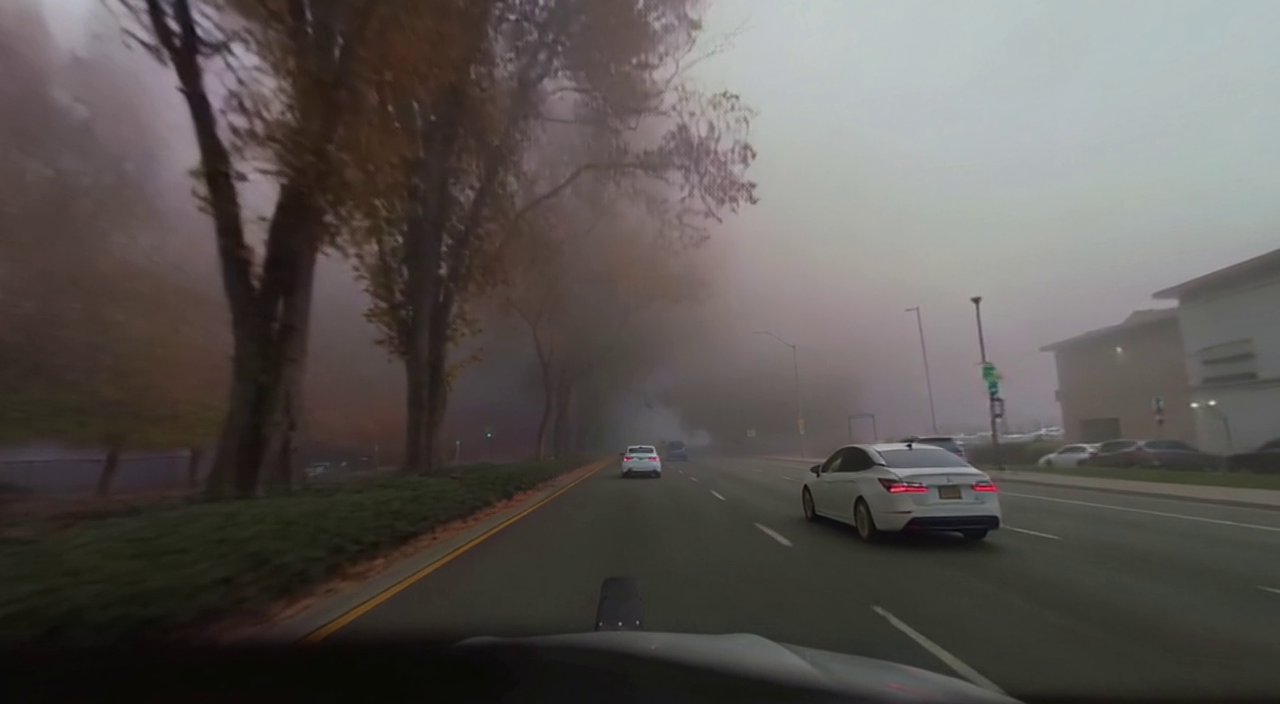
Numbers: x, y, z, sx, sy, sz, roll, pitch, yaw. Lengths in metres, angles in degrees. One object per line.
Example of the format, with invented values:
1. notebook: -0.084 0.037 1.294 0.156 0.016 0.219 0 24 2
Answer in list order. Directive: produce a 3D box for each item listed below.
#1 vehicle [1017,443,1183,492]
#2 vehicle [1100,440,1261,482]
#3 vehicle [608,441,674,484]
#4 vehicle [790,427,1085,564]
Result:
1. vehicle: 14.653 3.677 20.540 2.023 1.417 4.486 0 -9 0
2. vehicle: 21.170 4.266 25.097 1.902 1.457 4.912 0 -9 -2
3. vehicle: -0.014 4.197 24.280 2.289 1.471 4.477 0 -9 -1
4. vehicle: 3.774 1.892 9.112 2.094 1.480 4.323 0 -9 -1
